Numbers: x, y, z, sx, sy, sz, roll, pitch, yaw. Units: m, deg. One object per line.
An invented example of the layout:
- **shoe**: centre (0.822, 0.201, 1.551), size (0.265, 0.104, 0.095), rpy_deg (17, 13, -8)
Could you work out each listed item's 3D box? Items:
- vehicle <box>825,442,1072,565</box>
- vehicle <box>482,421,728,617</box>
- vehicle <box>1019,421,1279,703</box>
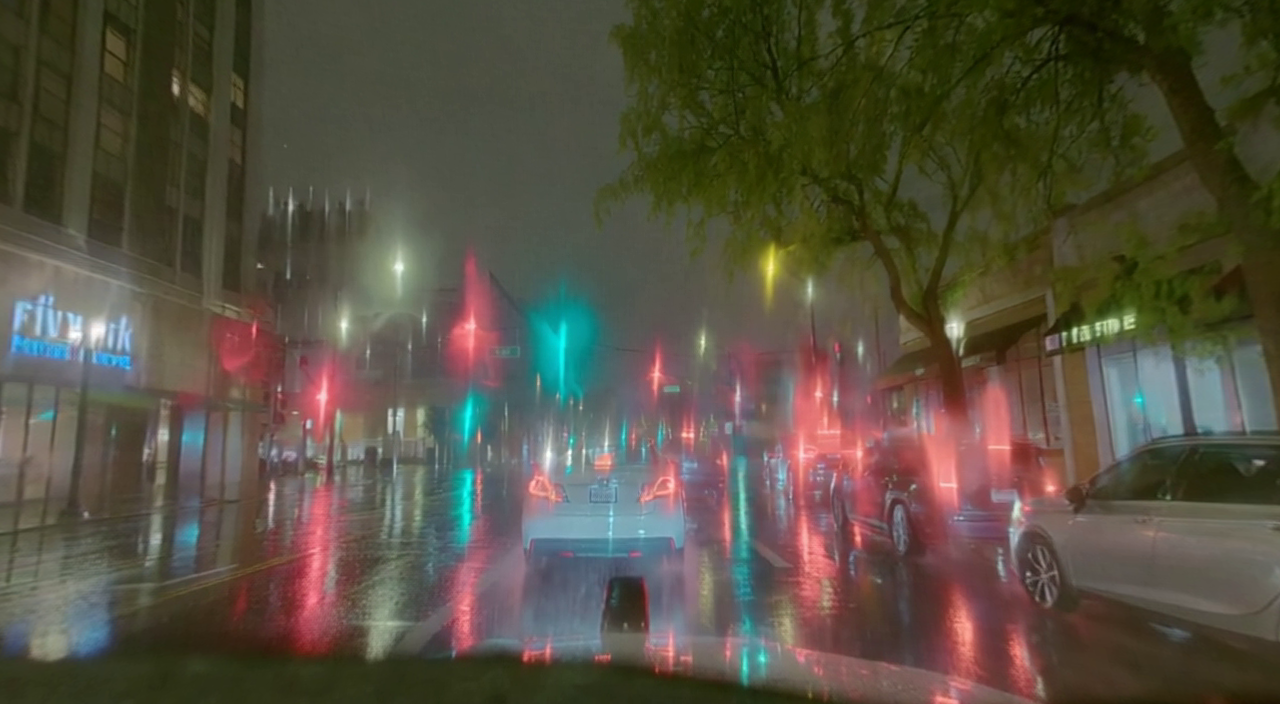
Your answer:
- **vehicle**: centre (4.551, 2.241, 10.267), size (1.912, 1.505, 4.618), rpy_deg (-1, -8, 4)
- **vehicle**: centre (-0.279, 1.566, 6.786), size (1.888, 1.489, 3.703), rpy_deg (0, -8, 0)
- **vehicle**: centre (3.178, 0.826, 1.107), size (2.006, 1.496, 4.767), rpy_deg (0, -9, -1)
